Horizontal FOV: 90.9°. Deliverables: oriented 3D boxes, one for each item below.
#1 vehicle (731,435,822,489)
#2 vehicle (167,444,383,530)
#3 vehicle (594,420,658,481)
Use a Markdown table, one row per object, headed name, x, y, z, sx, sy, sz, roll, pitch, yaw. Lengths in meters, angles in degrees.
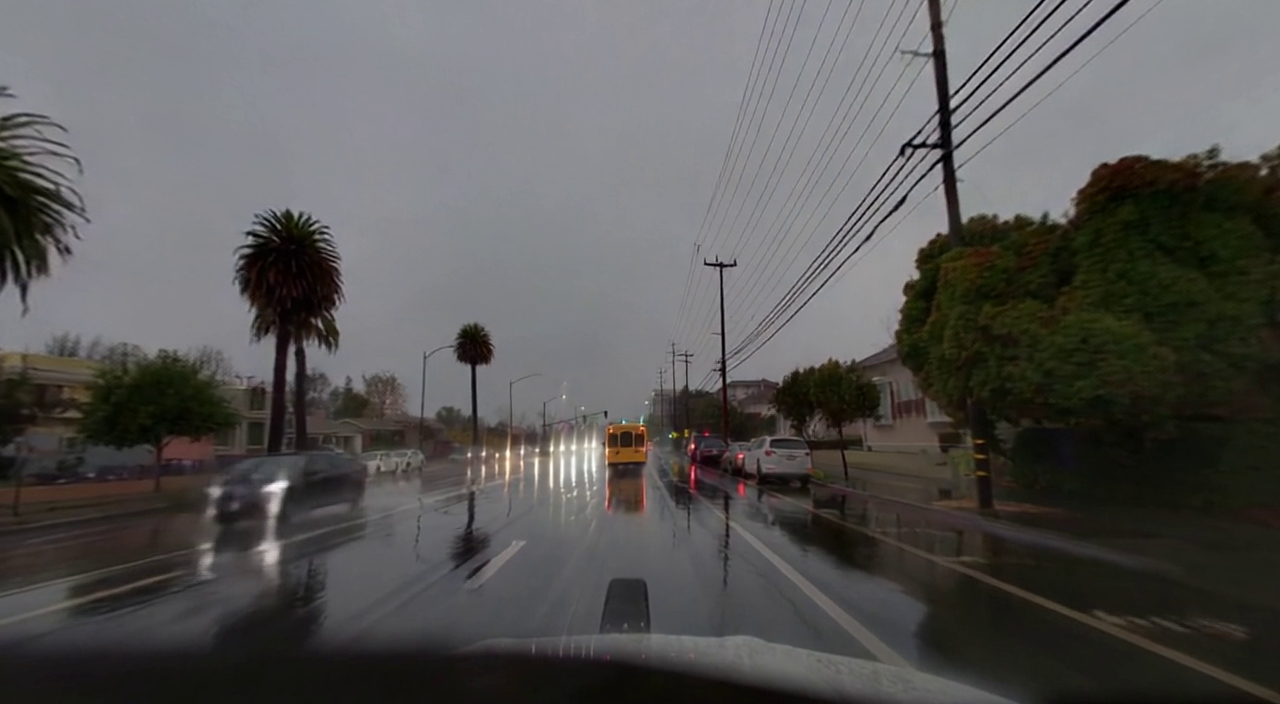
| name | x | y | z | sx | sy | sz | roll | pitch | yaw |
| --- | --- | --- | --- | --- | --- | --- | --- | --- | --- |
| vehicle | 4.289 | 3.514 | 20.493 | 1.946 | 1.530 | 4.240 | 0 | -8 | -1 |
| vehicle | -7.143 | 2.630 | 13.012 | 1.844 | 1.453 | 4.414 | 0 | -8 | 0 |
| vehicle | -0.617 | 3.669 | 23.715 | 2.168 | 2.040 | 4.527 | 0 | -8 | -3 |
